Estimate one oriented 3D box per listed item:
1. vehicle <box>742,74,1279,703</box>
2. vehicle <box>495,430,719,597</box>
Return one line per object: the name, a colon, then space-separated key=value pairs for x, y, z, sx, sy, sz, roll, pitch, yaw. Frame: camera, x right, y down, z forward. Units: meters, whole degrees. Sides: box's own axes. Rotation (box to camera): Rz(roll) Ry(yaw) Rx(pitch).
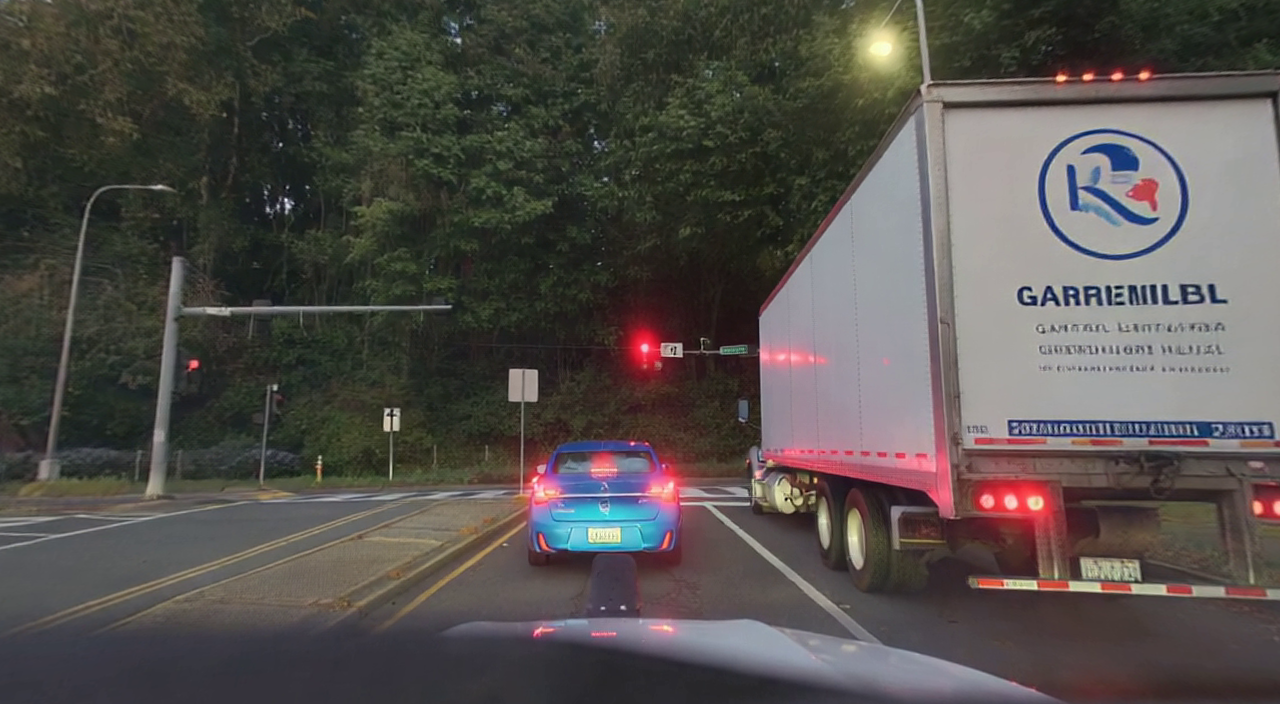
vehicle: x=3.522 y=0.845 z=8.545 sx=2.884 sy=3.753 sz=9.763 roll=0 pitch=-9 yaw=1
vehicle: x=-0.327 y=1.711 z=7.426 sx=1.975 sy=1.457 sz=3.526 roll=0 pitch=-9 yaw=-1
